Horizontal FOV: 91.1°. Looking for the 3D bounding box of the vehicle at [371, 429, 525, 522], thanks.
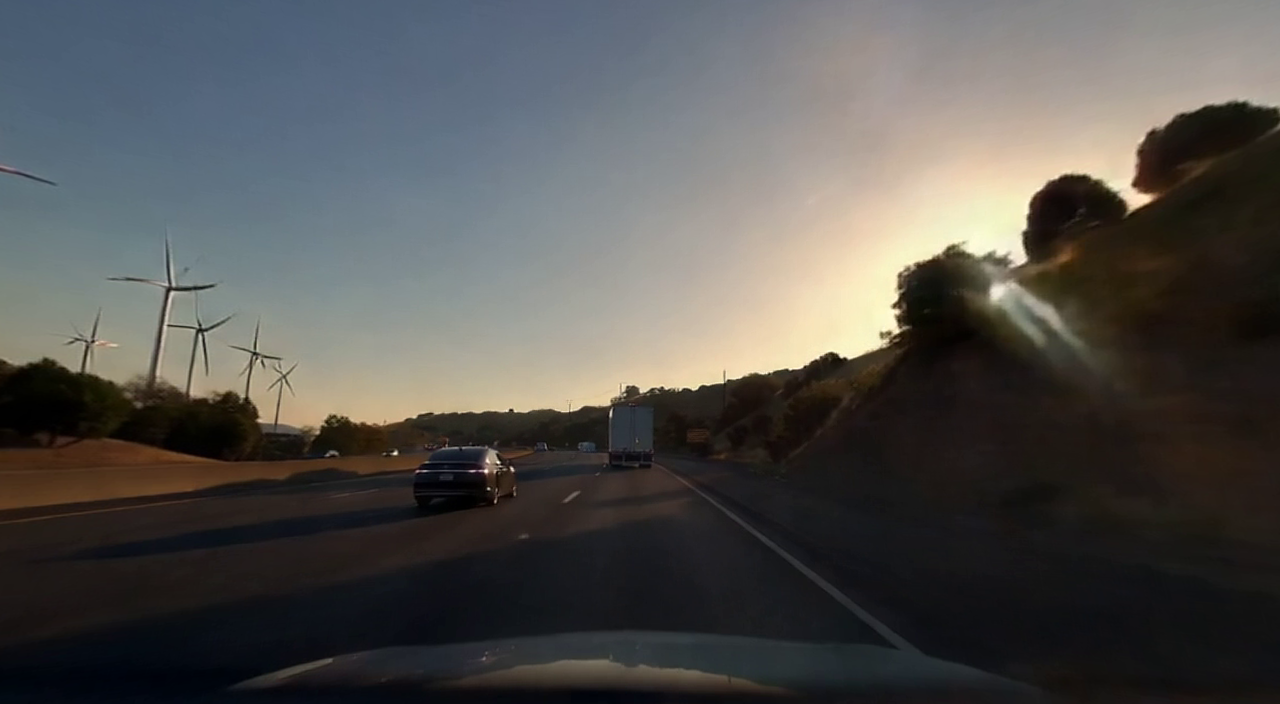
[{"bbox_3d":[-3.875,2.537,13.446,2.109,1.684,3.783,0,-8,0],"label":"vehicle"}]
